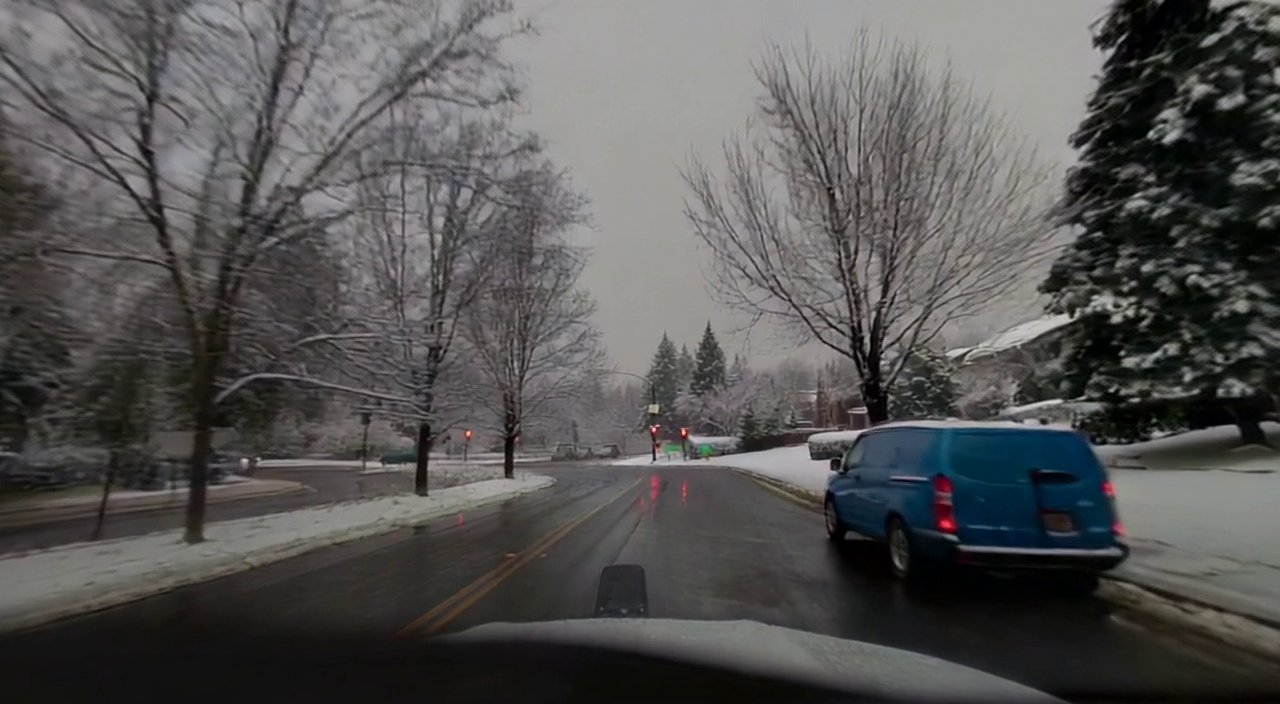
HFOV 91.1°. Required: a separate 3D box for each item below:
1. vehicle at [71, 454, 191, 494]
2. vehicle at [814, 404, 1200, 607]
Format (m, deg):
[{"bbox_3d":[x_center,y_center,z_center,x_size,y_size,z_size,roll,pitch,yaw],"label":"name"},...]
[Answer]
[{"bbox_3d":[-29.190,6.953,36.302,2.294,1.843,5.438,-3,-8,2],"label":"vehicle"},{"bbox_3d":[4.041,1.773,8.231,2.323,1.849,4.691,0,-9,2],"label":"vehicle"}]
